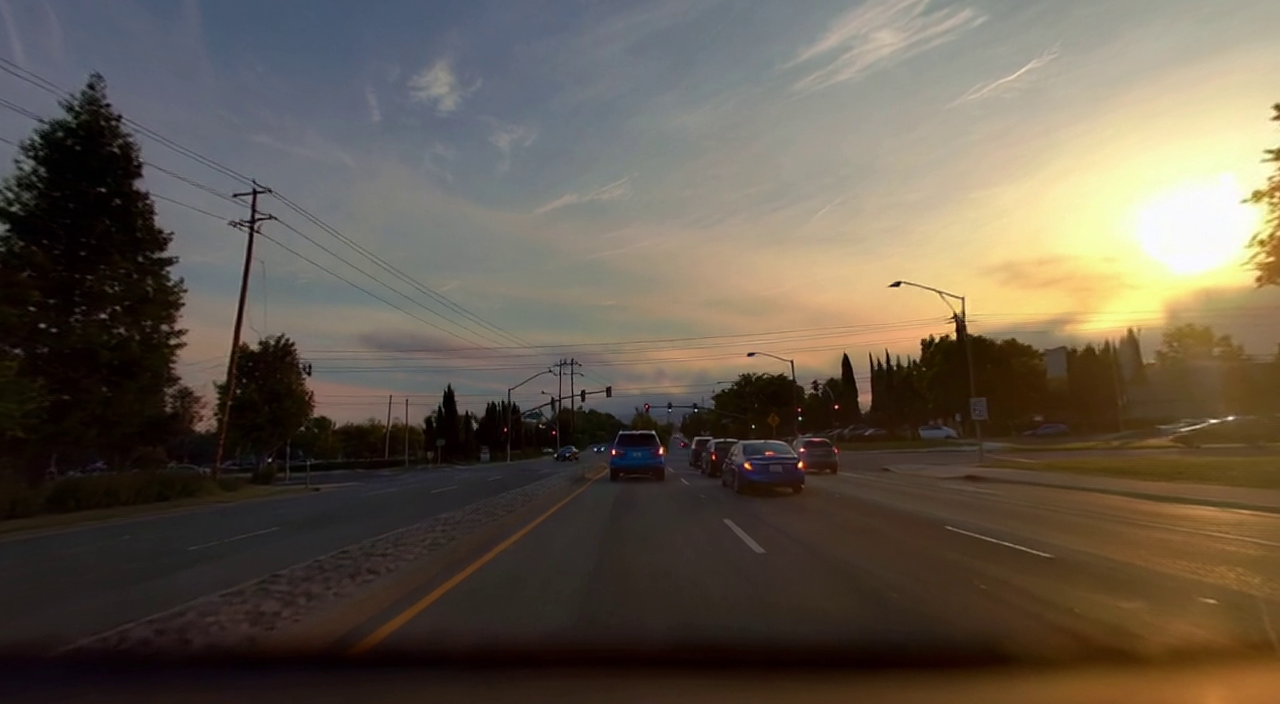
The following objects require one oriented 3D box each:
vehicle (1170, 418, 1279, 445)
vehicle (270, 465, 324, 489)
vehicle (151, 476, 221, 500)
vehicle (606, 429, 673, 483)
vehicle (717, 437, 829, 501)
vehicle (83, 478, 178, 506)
[{"bbox_3d":[44.583,6.017,47.334,7.088,1.918,2.678,-6,-10,36],"label":"vehicle"},{"bbox_3d":[-26.007,9.485,47.837,3.826,1.522,1.741,-8,-11,28],"label":"vehicle"},{"bbox_3d":[-33.198,9.949,46.249,3.637,1.483,2.007,-1,-6,1],"label":"vehicle"},{"bbox_3d":[-0.029,3.914,23.904,2.300,1.821,4.254,0,-9,-1],"label":"vehicle"},{"bbox_3d":[3.379,3.061,16.993,1.984,1.462,4.513,0,-9,-1],"label":"vehicle"},{"bbox_3d":[-32.643,8.962,40.564,4.224,1.614,2.123,0,-9,-2],"label":"vehicle"}]
